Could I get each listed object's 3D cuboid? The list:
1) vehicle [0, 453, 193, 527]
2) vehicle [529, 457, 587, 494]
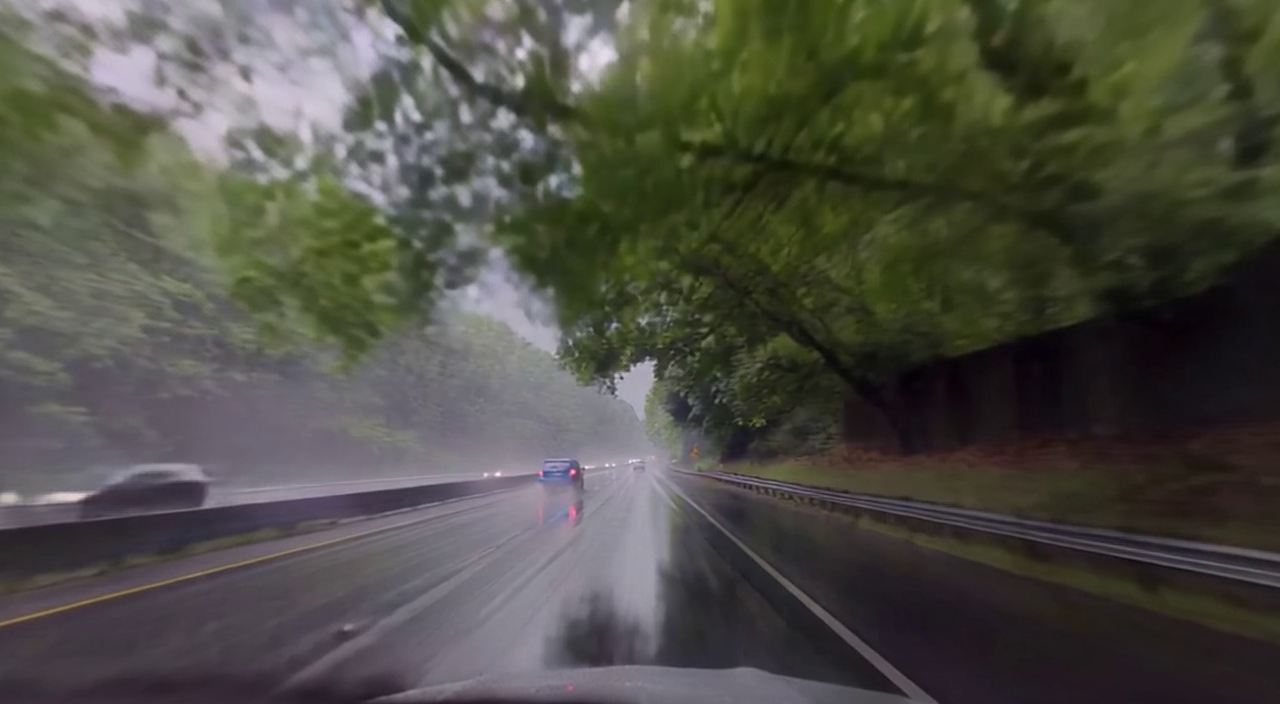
[{"bbox_3d":[-13.418,3.283,15.394,1.885,1.534,4.116,0,-10,1],"label":"vehicle"},{"bbox_3d":[-3.769,5.798,29.738,2.081,1.586,4.245,0,-10,1],"label":"vehicle"}]
